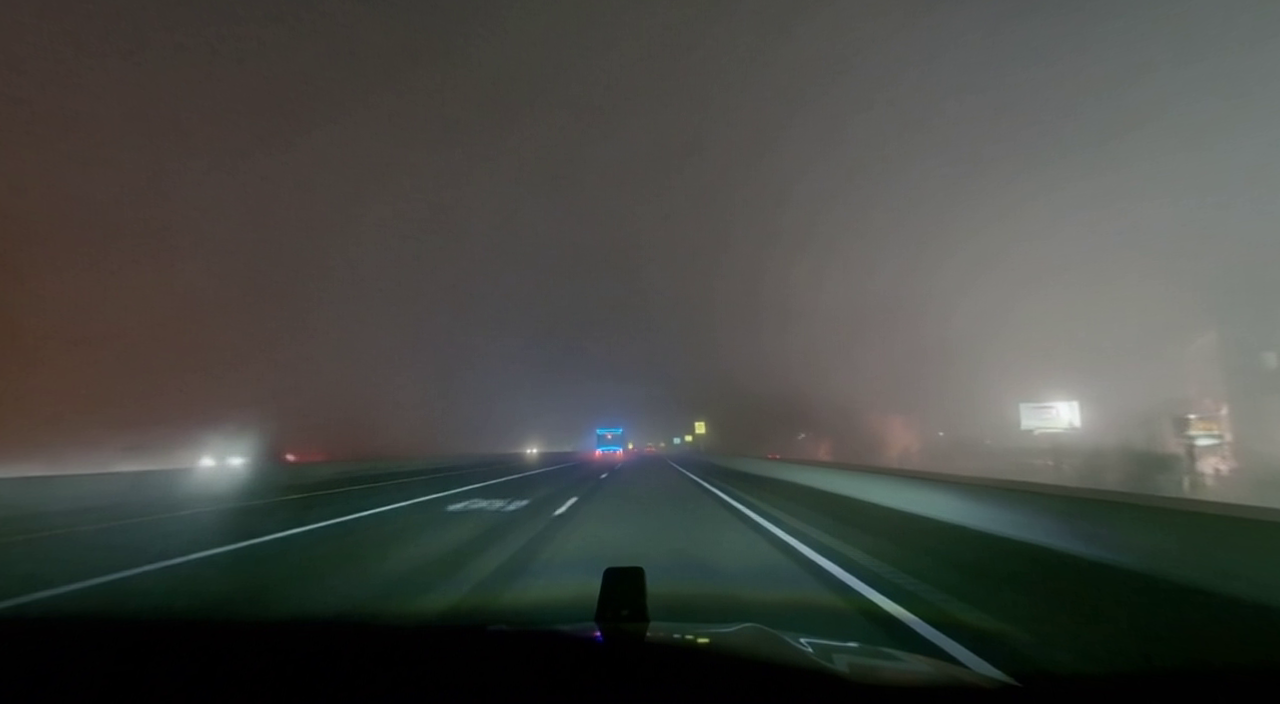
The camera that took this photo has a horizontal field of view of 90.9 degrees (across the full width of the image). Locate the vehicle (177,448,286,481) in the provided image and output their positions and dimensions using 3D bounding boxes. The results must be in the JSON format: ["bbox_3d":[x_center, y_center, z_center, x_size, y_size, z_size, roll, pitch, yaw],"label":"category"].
[{"bbox_3d":[-19.266,5.303,30.037,2.178,1.443,4.388,0,-8,1],"label":"vehicle"}]
